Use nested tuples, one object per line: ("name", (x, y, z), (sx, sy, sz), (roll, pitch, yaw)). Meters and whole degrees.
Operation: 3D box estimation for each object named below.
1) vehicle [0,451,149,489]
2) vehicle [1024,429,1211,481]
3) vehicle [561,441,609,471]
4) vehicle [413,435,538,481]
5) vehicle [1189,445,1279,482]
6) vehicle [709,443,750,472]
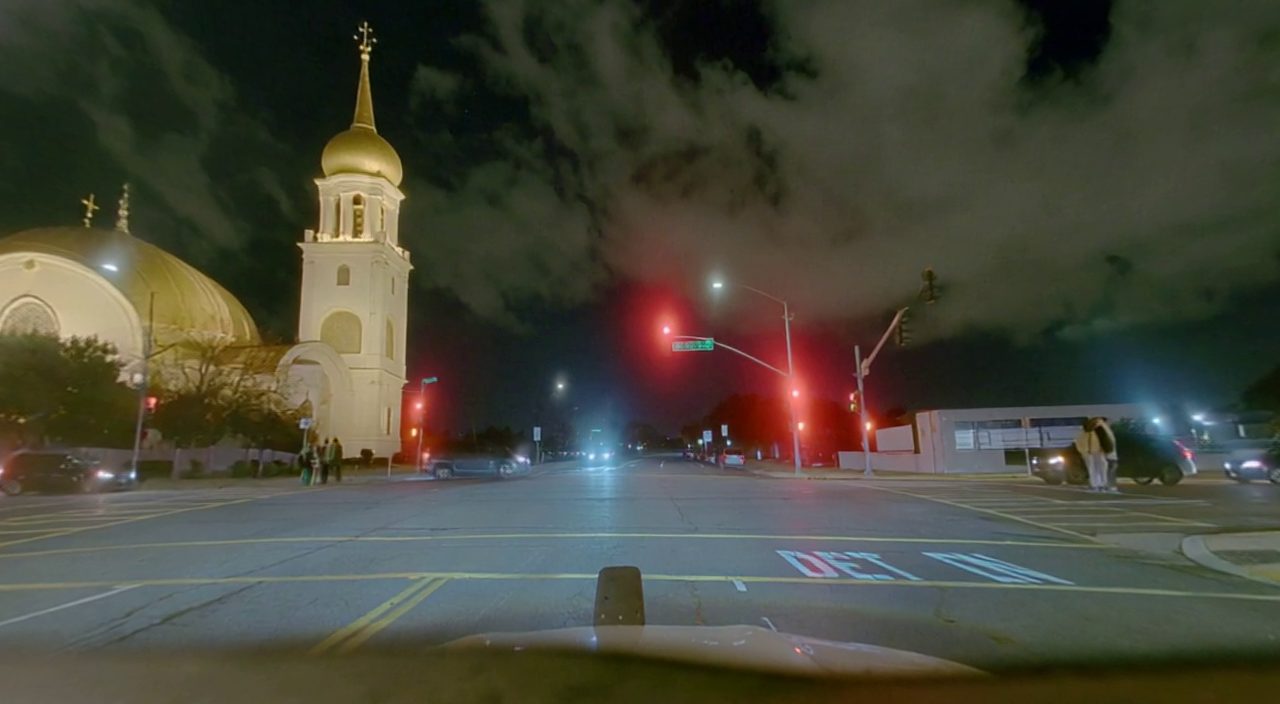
("vehicle", (-23.382, 4.856, 26.207), (4.479, 1.476, 1.873), (0, -8, 1))
("vehicle", (19.868, 4.315, 26.563), (5.852, 2.057, 2.361), (0, -8, 1))
("vehicle", (-3.226, 6.274, 38.300), (2.223, 1.692, 4.688), (-1, -8, 3))
("vehicle", (-6.816, 4.359, 26.287), (4.567, 1.724, 2.051), (5, -10, -32))
("vehicle", (26.372, 4.686, 26.675), (4.561, 1.475, 1.850), (0, -8, 0))
("vehicle", (5.811, 6.862, 41.480), (1.969, 1.776, 4.329), (0, -8, -2))
